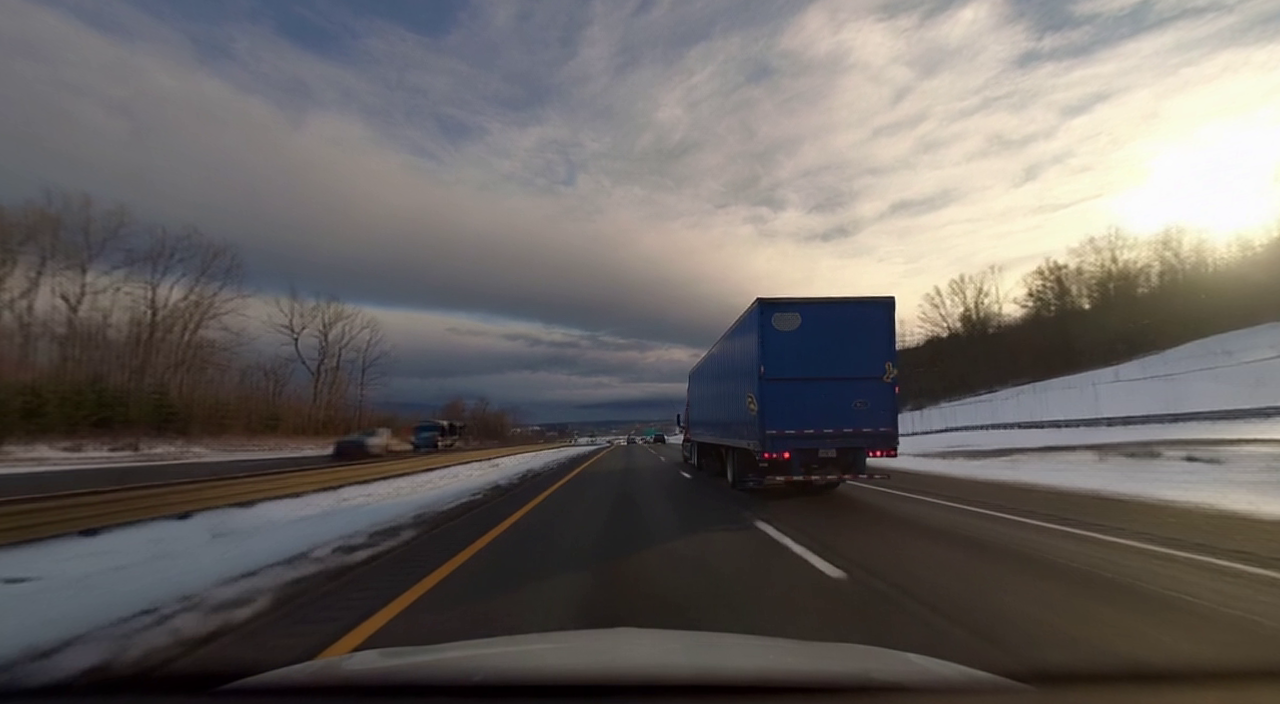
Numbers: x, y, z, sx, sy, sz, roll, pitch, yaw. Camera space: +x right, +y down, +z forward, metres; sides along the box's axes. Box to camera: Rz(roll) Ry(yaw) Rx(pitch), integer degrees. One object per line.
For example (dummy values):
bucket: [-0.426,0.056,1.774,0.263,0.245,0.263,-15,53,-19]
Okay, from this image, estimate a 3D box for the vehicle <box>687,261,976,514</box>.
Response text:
vehicle: [3.821,1.691,19.107,3.203,4.273,17.131,0,-8,-1]

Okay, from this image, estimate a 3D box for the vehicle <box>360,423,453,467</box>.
vehicle: [-9.030,3.641,24.760,2.000,1.550,4.473,0,-8,-1]
